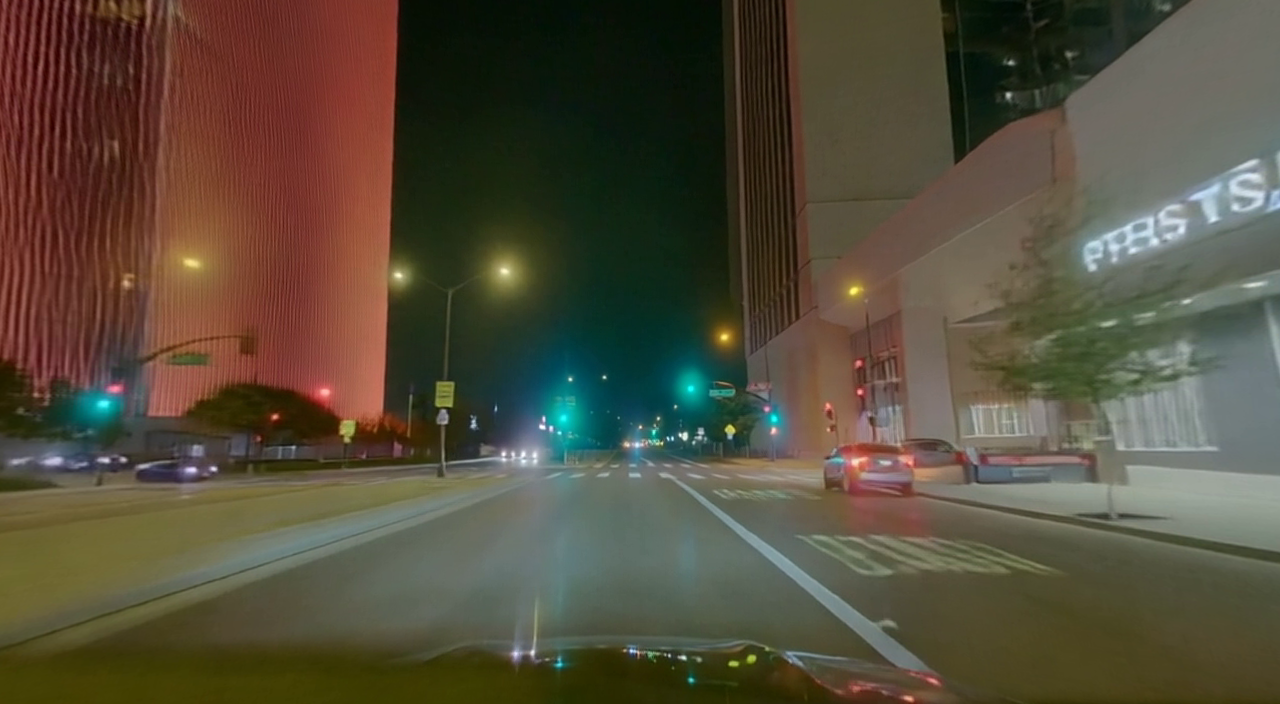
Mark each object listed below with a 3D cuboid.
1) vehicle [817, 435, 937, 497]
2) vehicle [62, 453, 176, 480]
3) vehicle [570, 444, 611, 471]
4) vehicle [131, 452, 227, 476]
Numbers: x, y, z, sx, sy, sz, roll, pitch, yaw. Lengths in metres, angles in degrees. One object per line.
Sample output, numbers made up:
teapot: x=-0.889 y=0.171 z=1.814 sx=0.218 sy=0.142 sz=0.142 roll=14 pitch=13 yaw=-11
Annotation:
vehicle: x=7.234 y=3.509 z=19.804 sx=1.950 sy=1.686 sz=4.509 roll=1 pitch=-9 yaw=-1
vehicle: x=-30.219 y=6.639 z=36.643 sx=4.686 sy=1.463 sz=2.065 roll=1 pitch=-9 yaw=-3
vehicle: x=-2.851 y=6.217 z=37.246 sx=2.078 sy=1.471 sz=4.217 roll=0 pitch=-9 yaw=0
vehicle: x=-29.482 y=7.173 z=40.297 sx=4.644 sy=1.428 sz=1.814 roll=0 pitch=-8 yaw=-1
